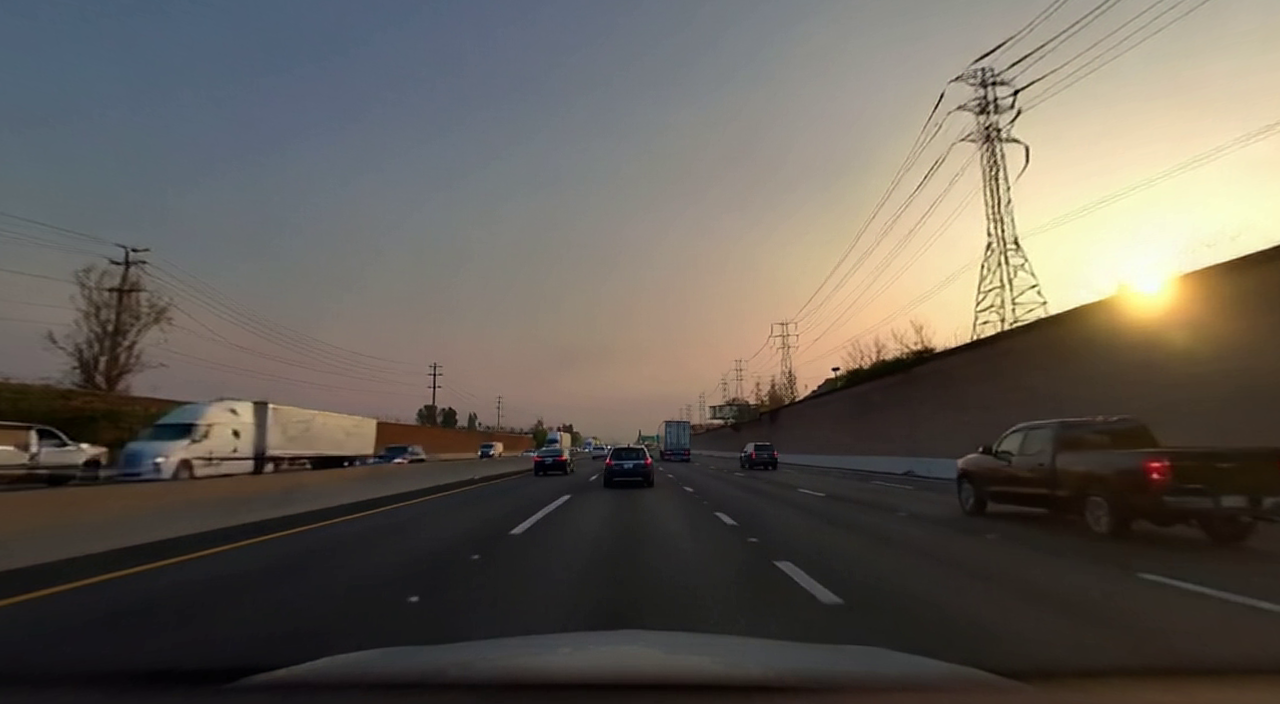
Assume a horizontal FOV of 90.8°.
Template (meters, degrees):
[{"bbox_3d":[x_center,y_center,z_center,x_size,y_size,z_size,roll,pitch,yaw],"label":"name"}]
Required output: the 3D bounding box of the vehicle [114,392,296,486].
[{"bbox_3d":[-20.538,4.277,30.737,3.012,3.940,8.053,0,-9,0],"label":"vehicle"}]

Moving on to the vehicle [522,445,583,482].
[{"bbox_3d":[-3.818,4.925,28.262,2.025,1.498,4.675,0,-9,0],"label":"vehicle"}]

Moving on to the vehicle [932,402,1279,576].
[{"bbox_3d":[6.726,1.867,9.479,2.086,1.862,5.232,0,-9,-1],"label":"vehicle"}]

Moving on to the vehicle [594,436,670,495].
[{"bbox_3d":[-0.245,3.581,20.246,2.191,1.685,4.015,0,-9,-1],"label":"vehicle"}]

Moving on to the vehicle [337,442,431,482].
[{"bbox_3d":[-10.776,4.653,27.059,1.857,1.524,5.060,0,-9,1],"label":"vehicle"}]

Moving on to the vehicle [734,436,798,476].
[{"bbox_3d":[6.836,5.737,35.060,2.302,1.973,5.502,0,-9,-1],"label":"vehicle"}]
